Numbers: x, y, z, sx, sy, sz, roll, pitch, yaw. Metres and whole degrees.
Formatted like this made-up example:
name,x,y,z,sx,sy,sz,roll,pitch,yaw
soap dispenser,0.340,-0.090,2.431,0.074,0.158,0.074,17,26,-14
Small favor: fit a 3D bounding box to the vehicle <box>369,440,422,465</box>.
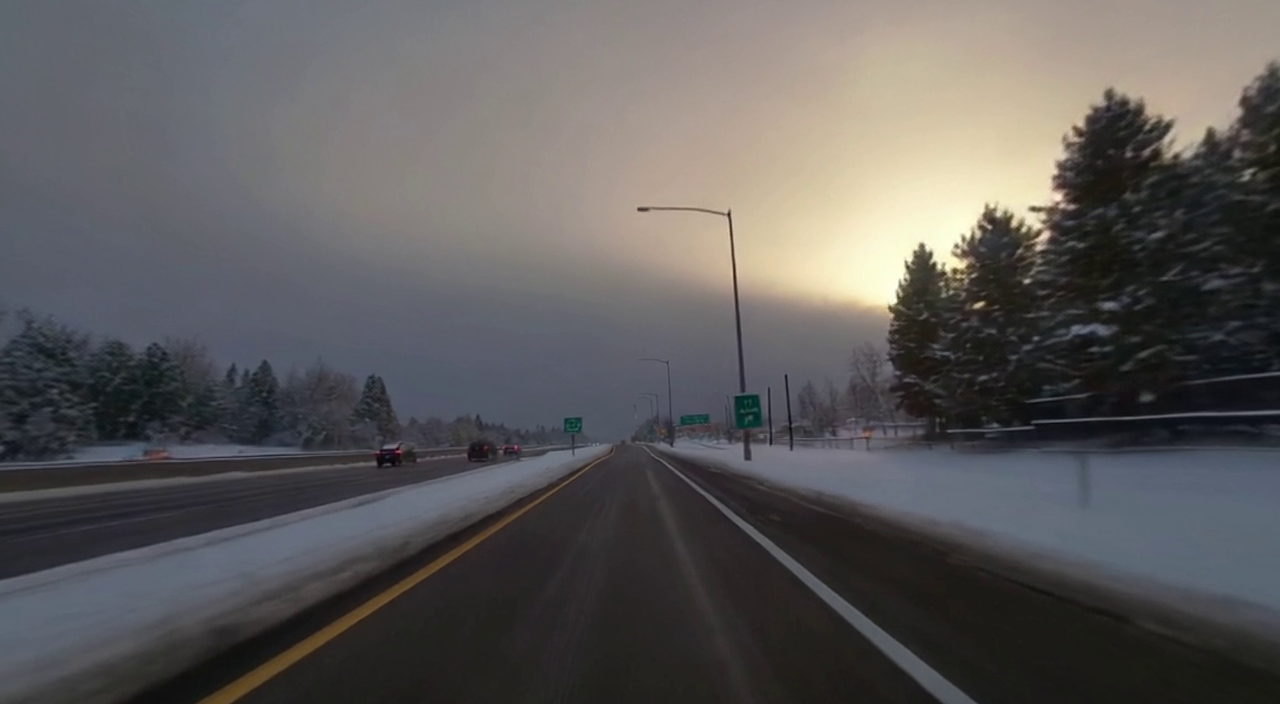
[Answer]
name,x,y,z,sx,sy,sz,roll,pitch,yaw
vehicle,-17.902,7.341,46.512,2.126,1.671,5.173,0,-8,-4
